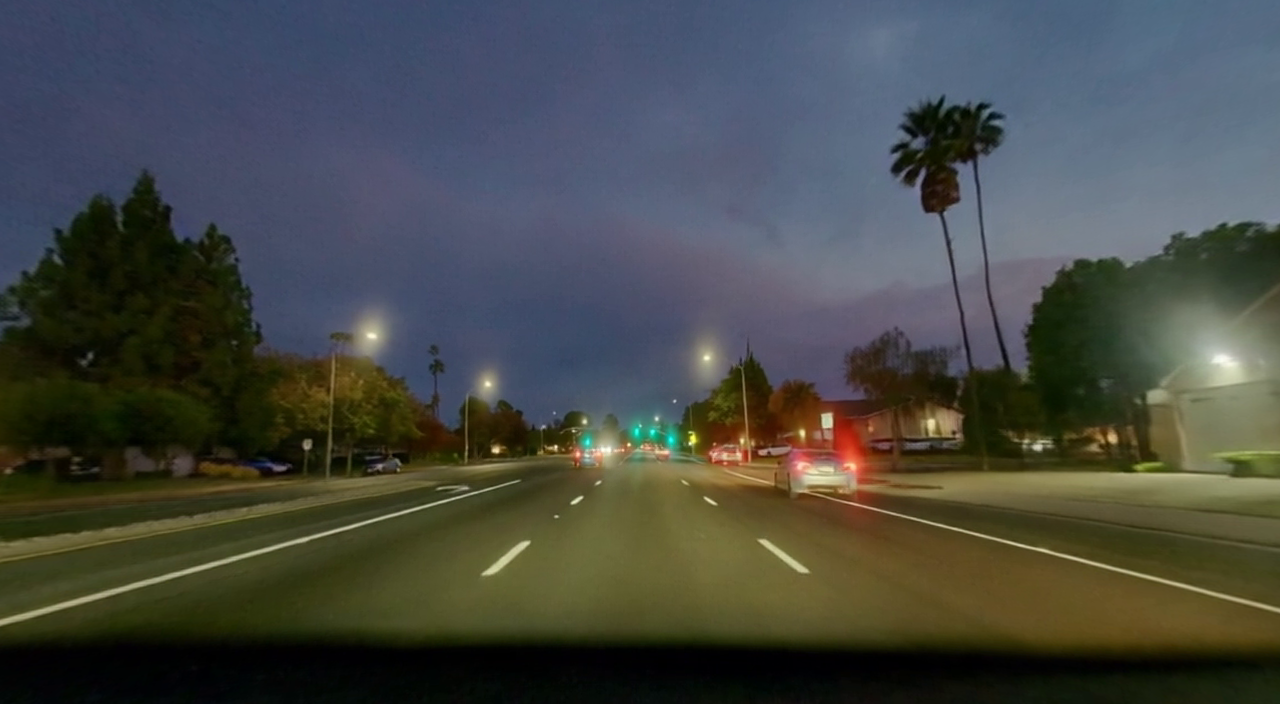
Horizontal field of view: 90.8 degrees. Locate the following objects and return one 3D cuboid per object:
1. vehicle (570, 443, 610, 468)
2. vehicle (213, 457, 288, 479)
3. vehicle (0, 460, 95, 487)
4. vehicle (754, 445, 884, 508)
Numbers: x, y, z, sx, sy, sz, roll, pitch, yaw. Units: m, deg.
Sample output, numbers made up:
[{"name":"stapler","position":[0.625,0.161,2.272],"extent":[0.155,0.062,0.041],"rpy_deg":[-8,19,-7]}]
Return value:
[{"name":"vehicle","position":[-3.248,6.823,41.941],"extent":[2.263,1.548,4.555],"rpy_deg":[0,-8,0]},{"name":"vehicle","position":[-28.266,8.414,45.918],"extent":[4.113,1.535,1.952],"rpy_deg":[1,-8,-1]},{"name":"vehicle","position":[-35.334,7.151,37.290],"extent":[4.503,1.515,1.964],"rpy_deg":[0,-9,2]},{"name":"vehicle","position":[4.565,3.233,16.987],"extent":[2.149,1.421,4.805],"rpy_deg":[0,-8,1]}]
